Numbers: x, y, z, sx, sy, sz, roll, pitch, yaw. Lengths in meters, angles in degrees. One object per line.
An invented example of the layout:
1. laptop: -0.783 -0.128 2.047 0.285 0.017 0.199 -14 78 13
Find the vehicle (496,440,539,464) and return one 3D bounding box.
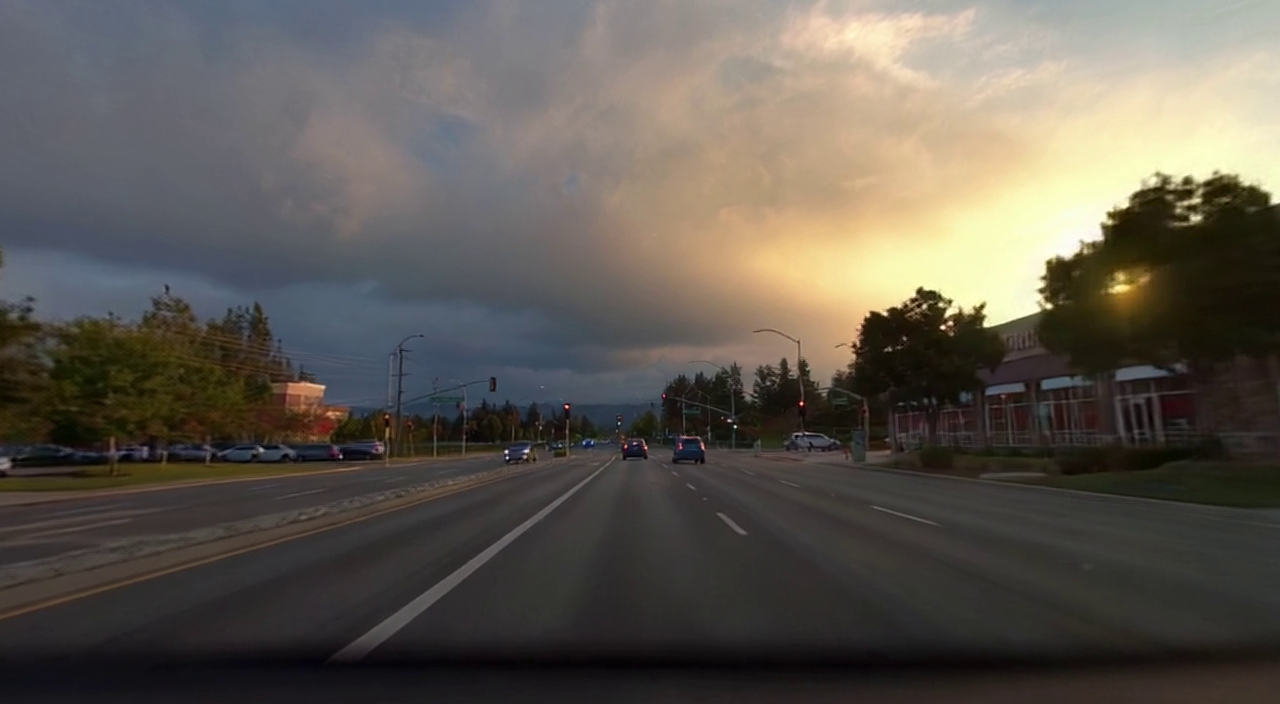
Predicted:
1. vehicle: -8.285 6.816 43.100 1.969 1.526 4.261 0 -9 1

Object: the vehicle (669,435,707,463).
1. vehicle: 3.156 6.457 42.150 2.103 1.726 4.385 0 -9 -1
